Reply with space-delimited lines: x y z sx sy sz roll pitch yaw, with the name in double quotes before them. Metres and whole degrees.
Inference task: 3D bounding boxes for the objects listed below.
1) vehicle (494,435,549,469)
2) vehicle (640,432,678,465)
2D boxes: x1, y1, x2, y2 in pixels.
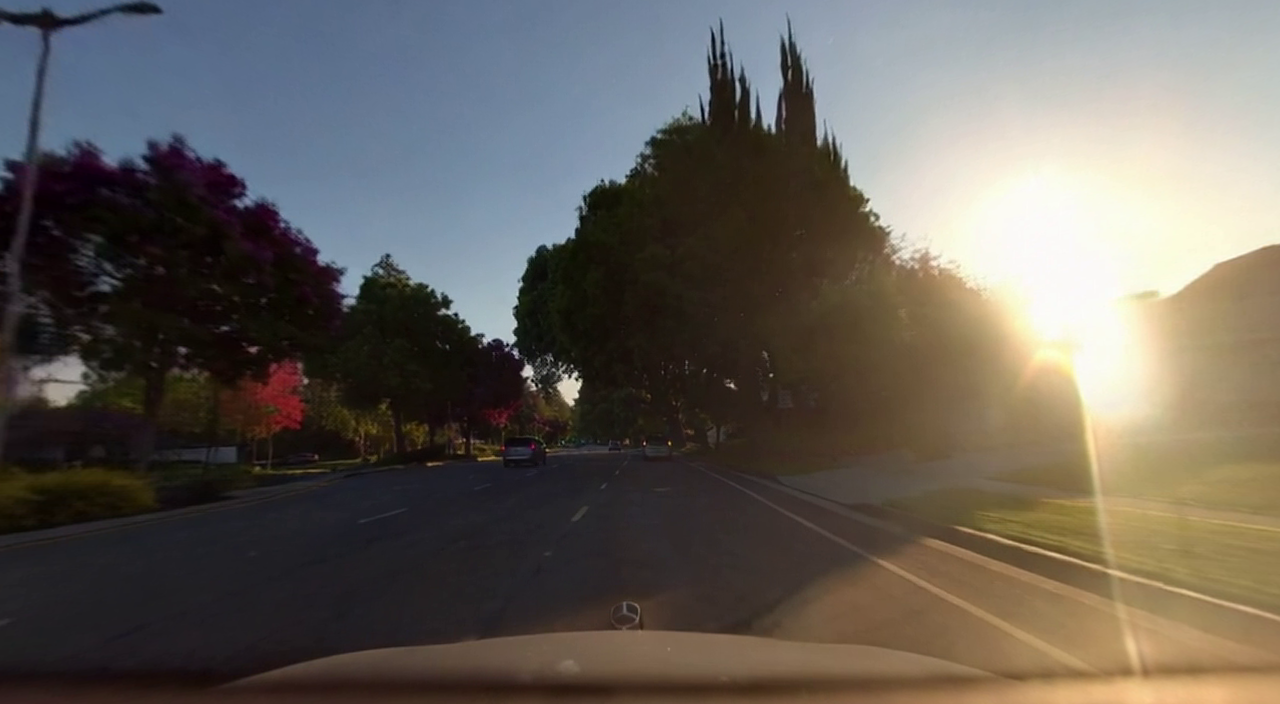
"vehicle" -6.222 5.284 33.714 1.993 1.657 4.487 -1 -8 2
"vehicle" 1.066 5.633 37.058 2.070 1.764 4.552 0 -8 1
